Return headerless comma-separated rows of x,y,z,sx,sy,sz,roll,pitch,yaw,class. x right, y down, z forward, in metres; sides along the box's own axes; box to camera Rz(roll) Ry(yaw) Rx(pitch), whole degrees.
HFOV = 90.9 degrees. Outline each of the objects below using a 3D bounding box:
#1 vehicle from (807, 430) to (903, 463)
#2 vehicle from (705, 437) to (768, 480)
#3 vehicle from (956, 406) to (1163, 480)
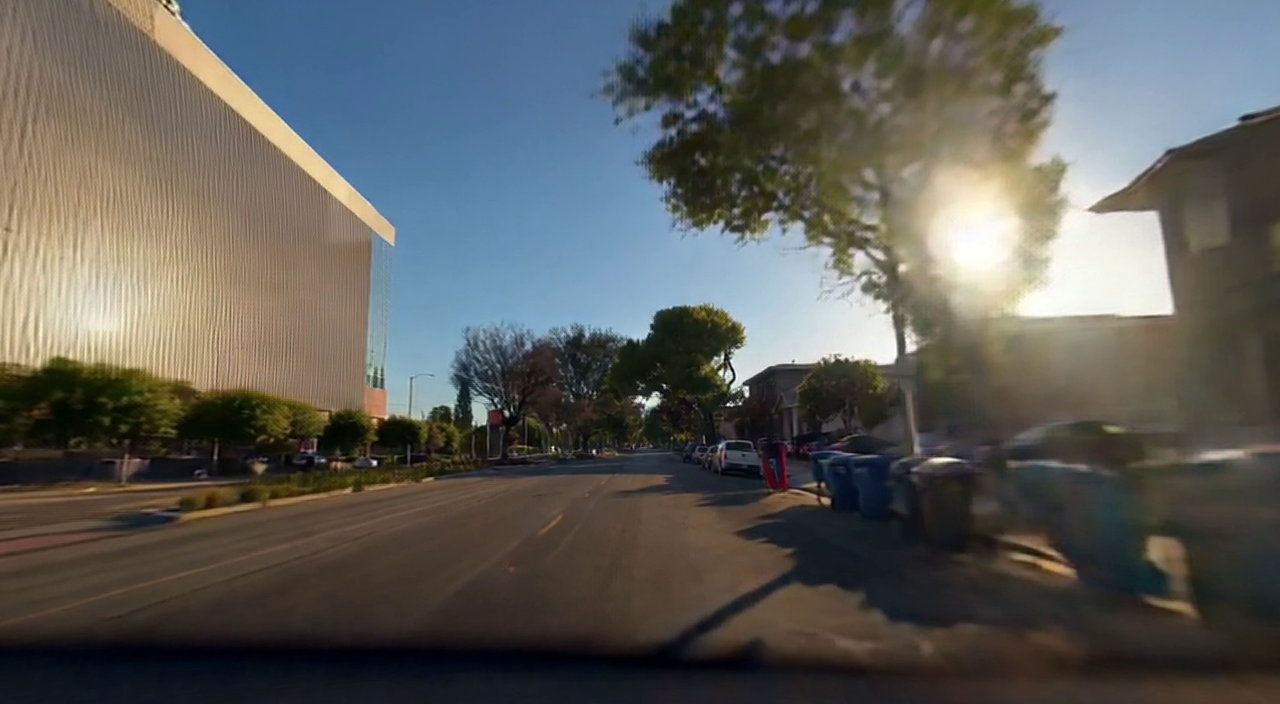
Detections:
12.232,5.411,36.104,4.778,1.520,2.020,-5,-9,8,vehicle
4.280,4.829,28.823,2.078,1.771,5.174,0,-8,0,vehicle
11.726,2.617,17.847,4.418,1.532,1.889,-6,-11,-3,vehicle
